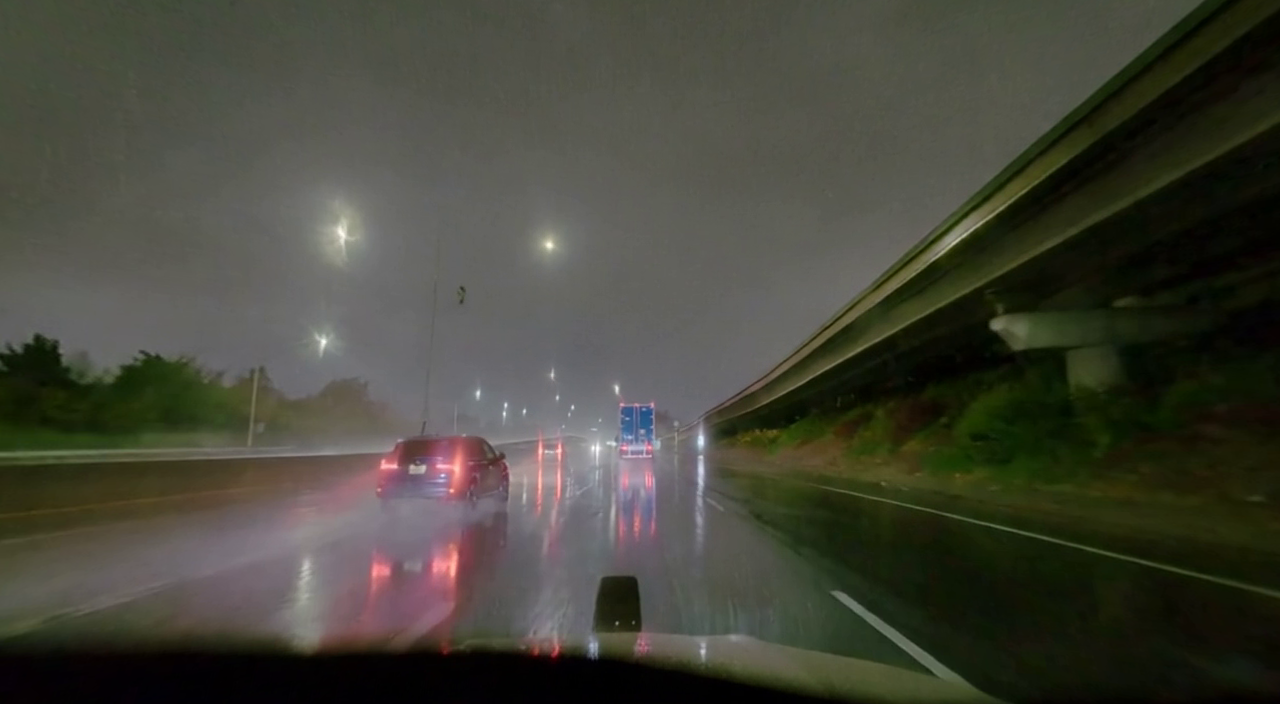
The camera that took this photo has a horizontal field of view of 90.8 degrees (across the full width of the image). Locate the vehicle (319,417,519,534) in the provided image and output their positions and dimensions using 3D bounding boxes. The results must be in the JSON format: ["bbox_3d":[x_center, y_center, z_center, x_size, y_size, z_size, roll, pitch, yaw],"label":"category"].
[{"bbox_3d":[-3.732,2.187,11.739,2.077,1.716,4.514,0,-9,0],"label":"vehicle"}]
